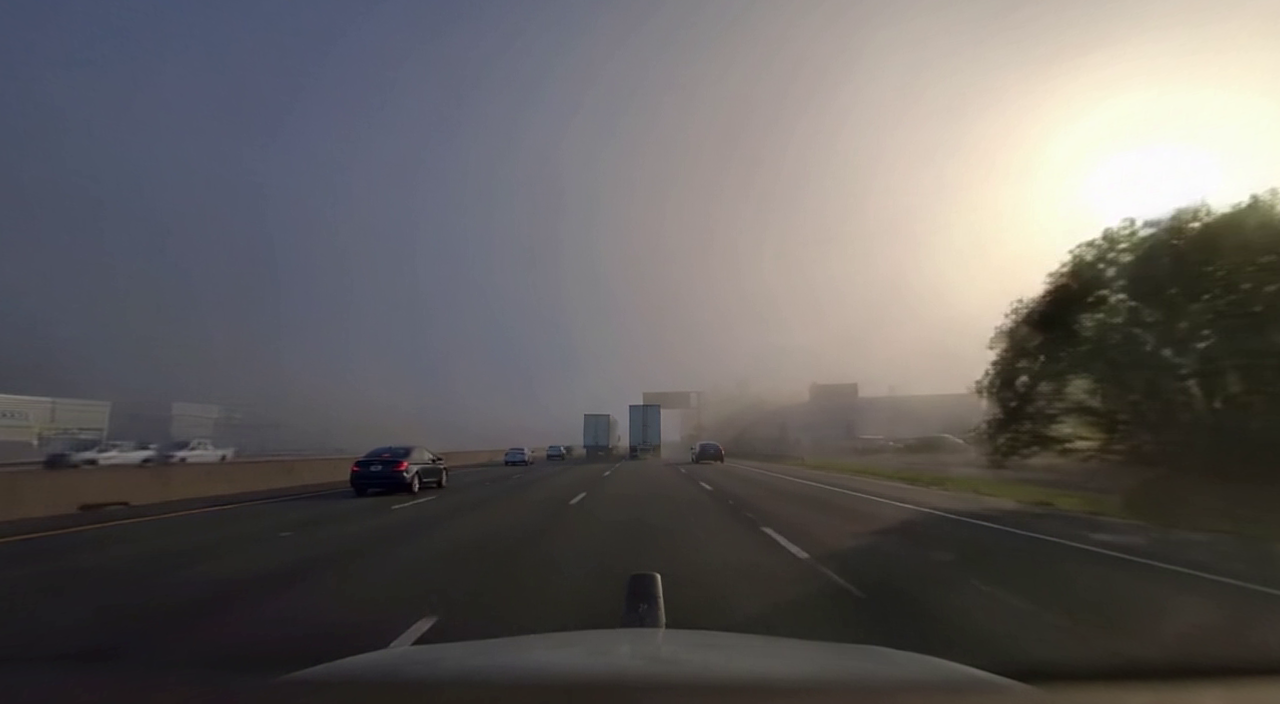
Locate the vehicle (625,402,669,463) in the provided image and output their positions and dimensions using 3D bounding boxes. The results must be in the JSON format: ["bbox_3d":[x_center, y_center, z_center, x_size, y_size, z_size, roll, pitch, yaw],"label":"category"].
[{"bbox_3d":[0.395,6.306,48.612,2.969,4.104,10.906,0,-9,-1],"label":"vehicle"}]

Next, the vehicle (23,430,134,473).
[{"bbox_3d":[-40.730,7.229,46.030,2.899,2.889,5.481,-1,-8,0],"label":"vehicle"}]

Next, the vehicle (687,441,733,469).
[{"bbox_3d":[3.756,5.646,34.738,2.006,1.452,4.246,0,-9,-1],"label":"vehicle"}]

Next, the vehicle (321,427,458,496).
[{"bbox_3d":[-7.071,3.160,18.470,2.122,1.754,4.379,0,-9,1],"label":"vehicle"}]

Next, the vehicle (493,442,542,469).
[{"bbox_3d":[-7.167,6.096,37.375,1.891,1.460,4.506,0,-9,1],"label":"vehicle"}]
